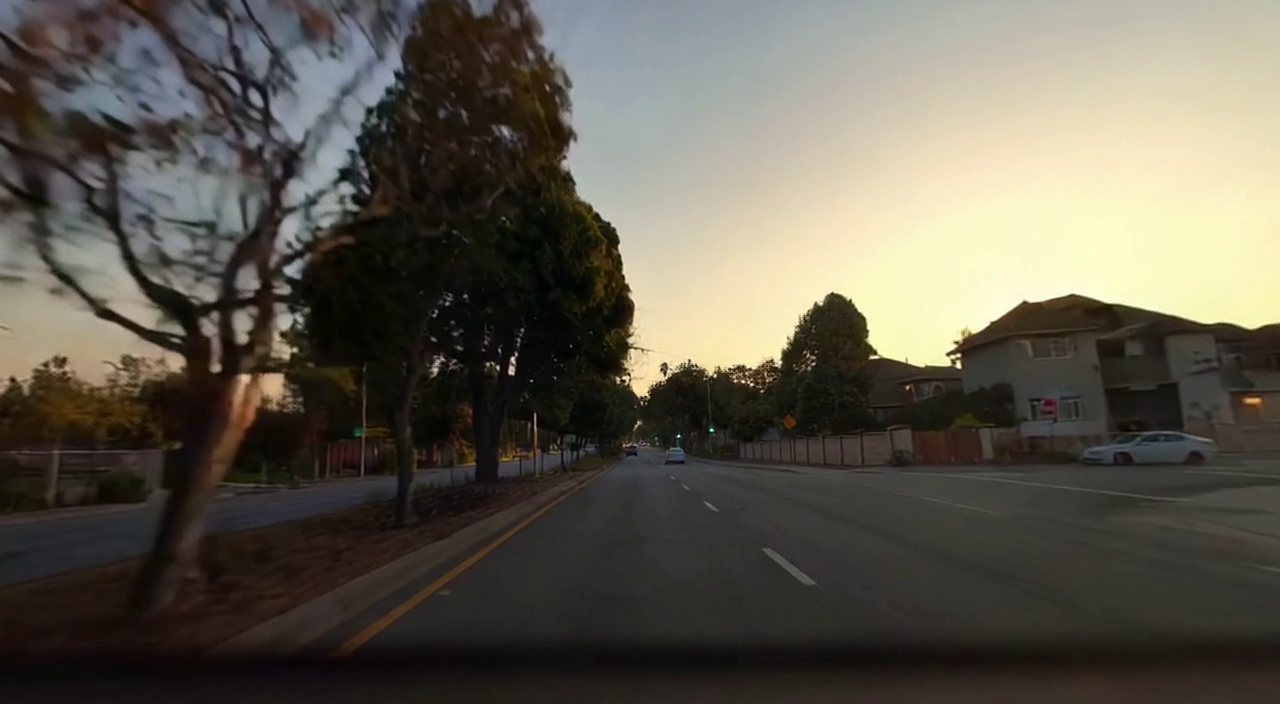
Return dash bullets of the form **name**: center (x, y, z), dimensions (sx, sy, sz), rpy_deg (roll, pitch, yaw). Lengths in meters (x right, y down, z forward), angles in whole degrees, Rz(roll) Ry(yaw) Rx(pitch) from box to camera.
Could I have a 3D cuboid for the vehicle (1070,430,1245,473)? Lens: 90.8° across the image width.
- **vehicle**: center (18.890, 3.655, 23.239), dimensions (4.536, 1.453, 2.128), rpy_deg (0, -8, -1)
